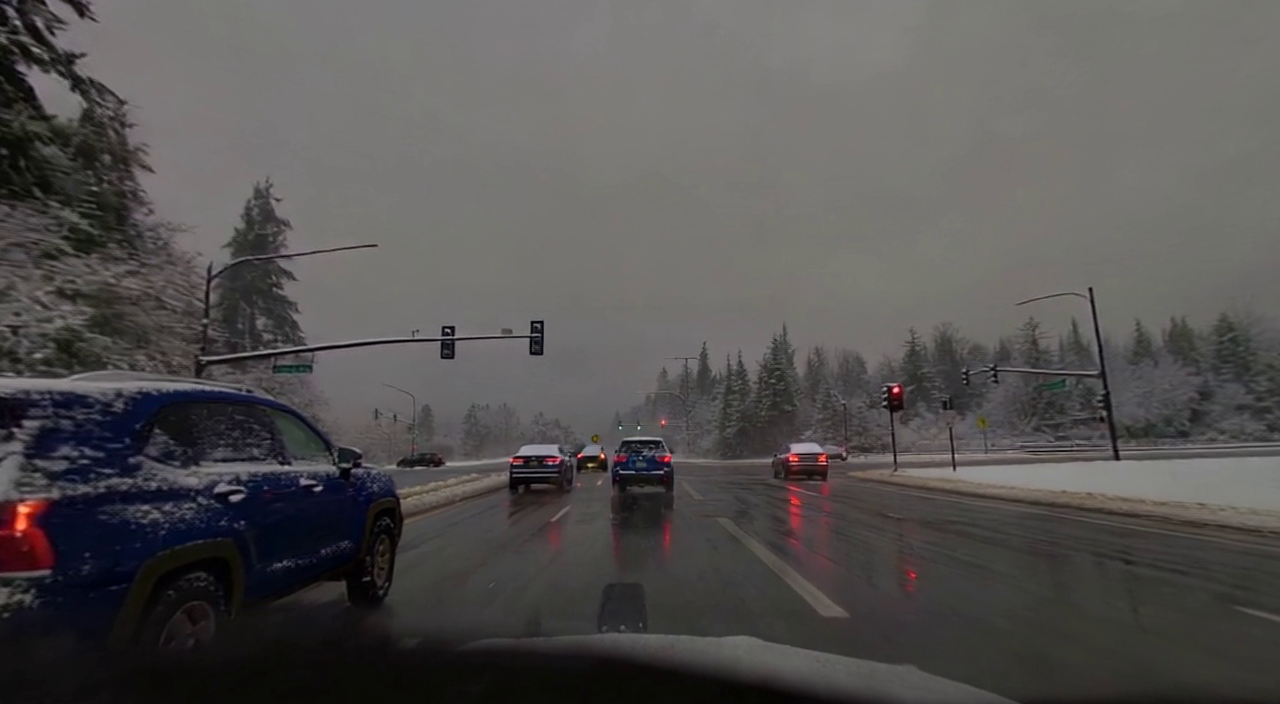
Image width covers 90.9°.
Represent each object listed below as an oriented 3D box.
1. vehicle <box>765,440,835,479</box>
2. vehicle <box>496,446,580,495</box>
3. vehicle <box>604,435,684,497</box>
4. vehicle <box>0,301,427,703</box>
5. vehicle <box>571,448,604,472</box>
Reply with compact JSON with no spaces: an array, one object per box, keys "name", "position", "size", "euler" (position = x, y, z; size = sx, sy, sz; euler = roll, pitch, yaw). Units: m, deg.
[{"name":"vehicle","position":[7.951,5.370,31.842],"size":[2.166,1.761,4.692],"euler":[0,-8,-1]},{"name":"vehicle","position":[-3.432,4.072,22.280],"size":[2.061,1.504,5.142],"euler":[0,-8,1]},{"name":"vehicle","position":[0.115,3.587,20.253],"size":[2.298,1.770,4.138],"euler":[0,-8,0]},{"name":"vehicle","position":[-3.456,1.016,4.030],"size":[2.320,1.863,5.148],"euler":[0,-8,1]},{"name":"vehicle","position":[-3.533,7.404,43.392],"size":[2.004,1.484,4.480],"euler":[0,-8,-2]}]
